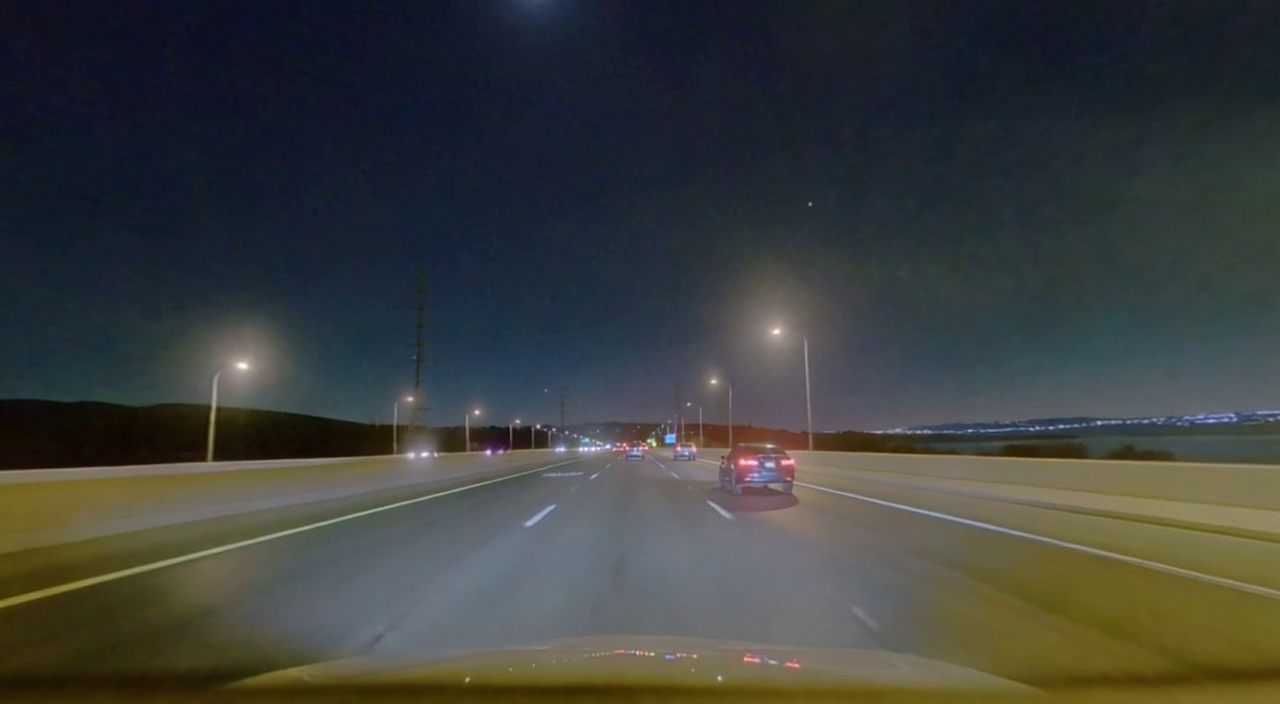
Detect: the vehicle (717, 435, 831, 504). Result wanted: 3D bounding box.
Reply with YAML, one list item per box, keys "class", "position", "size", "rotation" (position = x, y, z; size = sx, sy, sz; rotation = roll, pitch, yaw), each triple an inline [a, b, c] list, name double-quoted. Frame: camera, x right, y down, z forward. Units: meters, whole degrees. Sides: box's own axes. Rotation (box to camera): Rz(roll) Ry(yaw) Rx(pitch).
- class: "vehicle"
  position: [3.206, 2.906, 16.096]
  size: [1.890, 1.490, 4.373]
  rotation: [0, -8, -1]

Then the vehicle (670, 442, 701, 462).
- class: "vehicle"
  position: [3.542, 7.835, 49.669]
  size: [2.000, 1.533, 4.438]
  rotation: [0, -8, -1]
